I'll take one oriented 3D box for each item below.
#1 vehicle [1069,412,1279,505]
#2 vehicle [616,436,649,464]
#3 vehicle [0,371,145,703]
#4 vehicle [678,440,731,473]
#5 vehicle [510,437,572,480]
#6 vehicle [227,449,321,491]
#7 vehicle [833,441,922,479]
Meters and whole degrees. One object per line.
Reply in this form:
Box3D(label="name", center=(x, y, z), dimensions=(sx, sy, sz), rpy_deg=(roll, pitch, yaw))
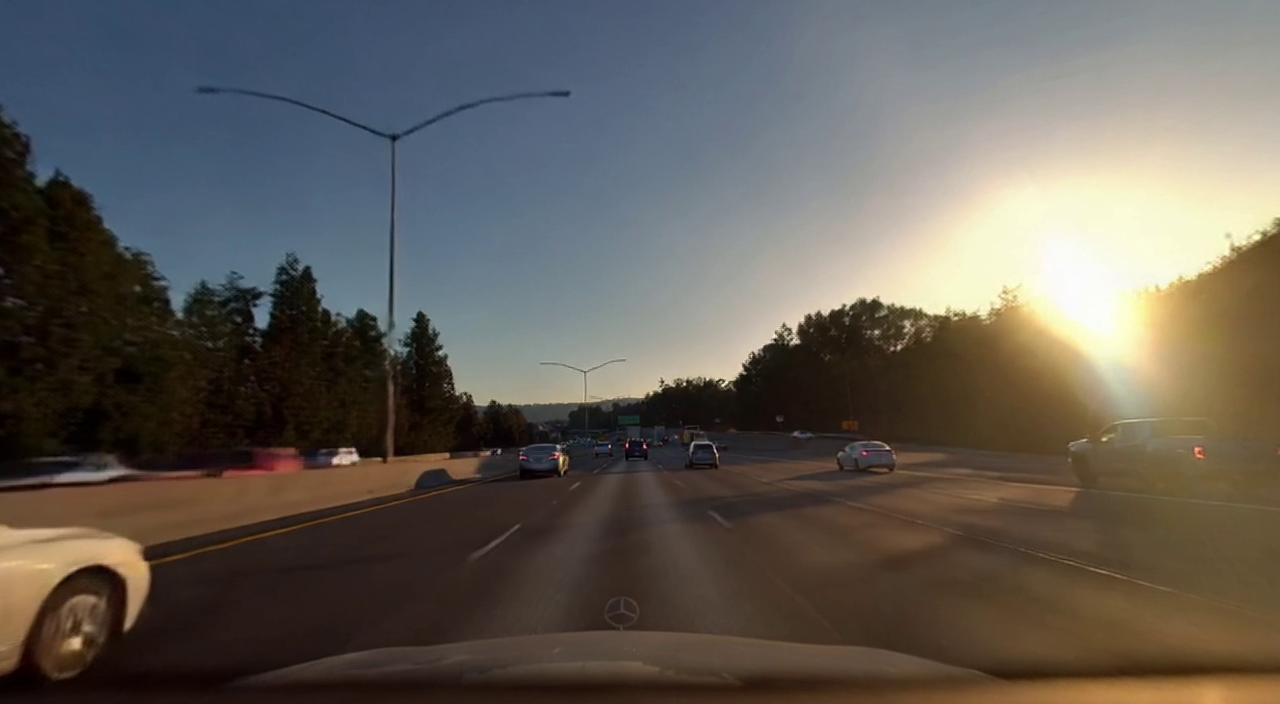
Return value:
Box3D(label="vehicle", center=(12.903, 2.443, 14.871), dimensions=(2.076, 1.799, 4.871), rpy_deg=(0, -8, -1))
Box3D(label="vehicle", center=(-0.502, 6.902, 44.423), dimensions=(2.192, 1.813, 4.864), rpy_deg=(0, -8, -1))
Box3D(label="vehicle", center=(-3.636, 0.691, 1.037), dimensions=(2.119, 1.654, 4.353), rpy_deg=(0, -9, -1))
Box3D(label="vehicle", center=(3.051, 5.094, 30.945), dimensions=(2.007, 1.469, 4.337), rpy_deg=(0, -8, -2))
Box3D(label="vehicle", center=(-4.065, 4.459, 26.670), dimensions=(1.992, 1.651, 4.185), rpy_deg=(0, -8, 0))
Box3D(label="vehicle", center=(-13.148, 4.240, 22.918), dimensions=(1.455, 1.372, 3.287), rpy_deg=(0, -9, -1))
Box3D(label="vehicle", center=(9.389, 4.285, 25.319), dimensions=(1.910, 1.384, 3.867), rpy_deg=(1, -8, -3))
